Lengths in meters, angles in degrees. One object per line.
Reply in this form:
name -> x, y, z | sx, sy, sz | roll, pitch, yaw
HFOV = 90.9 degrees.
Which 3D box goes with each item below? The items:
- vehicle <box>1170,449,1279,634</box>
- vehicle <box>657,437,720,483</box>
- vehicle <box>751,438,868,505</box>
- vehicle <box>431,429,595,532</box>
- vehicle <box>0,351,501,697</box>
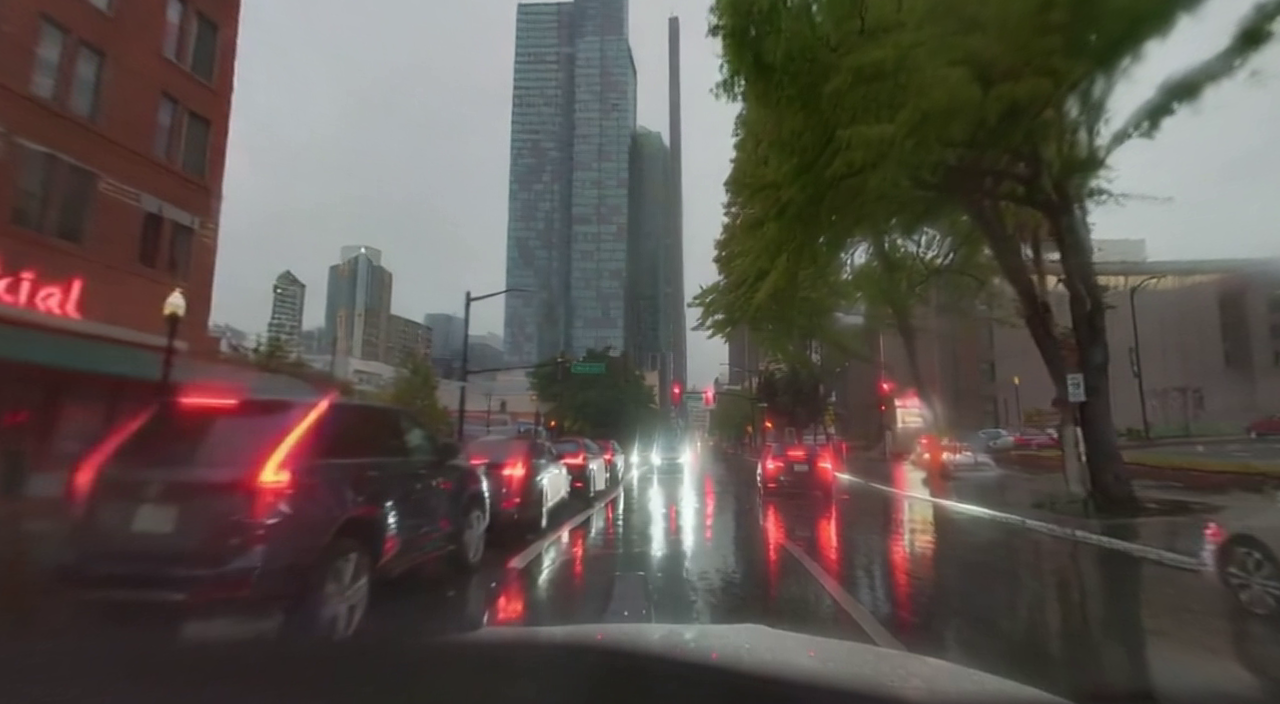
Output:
vehicle -> 5.991, 1.325, 3.733 | 1.956, 1.446, 4.537 | -1, -8, 4
vehicle -> 1.784, 3.953, 23.358 | 2.102, 1.521, 4.078 | -1, -8, 4
vehicle -> 4.197, 3.022, 16.458 | 2.150, 1.464, 4.467 | -1, -8, 5
vehicle -> -2.095, 2.277, 11.844 | 1.857, 1.531, 4.481 | -1, -8, 4
vehicle -> -2.885, 1.220, 5.596 | 2.043, 1.819, 4.294 | -1, -8, 4
